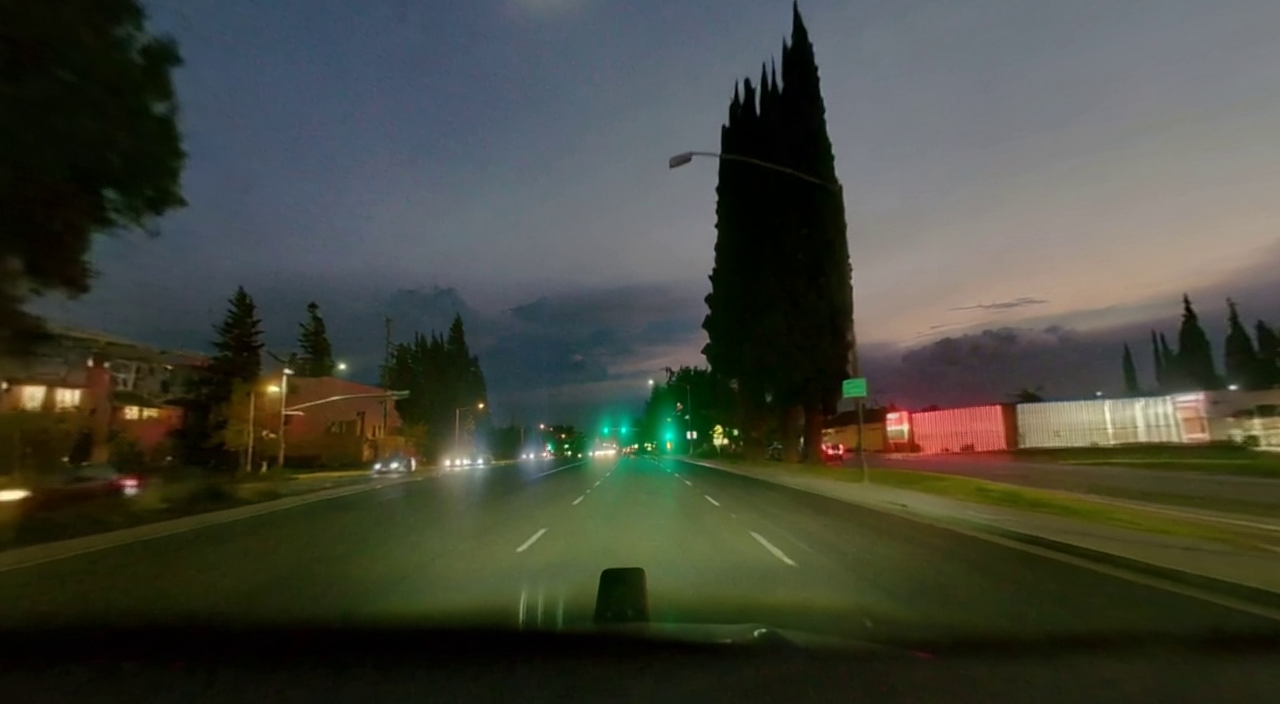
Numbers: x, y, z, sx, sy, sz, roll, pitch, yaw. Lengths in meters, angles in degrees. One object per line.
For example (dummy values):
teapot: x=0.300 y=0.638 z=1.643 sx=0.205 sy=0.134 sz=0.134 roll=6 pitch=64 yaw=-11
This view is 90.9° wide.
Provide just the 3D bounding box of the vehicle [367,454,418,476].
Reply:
vehicle: x=-18.516 y=8.469 z=47.433 sx=1.938 sy=1.493 sz=4.694 roll=0 pitch=-8 yaw=0

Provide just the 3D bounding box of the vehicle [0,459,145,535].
vehicle: x=-14.732 y=3.443 z=15.414 sx=1.879 sy=1.544 sz=4.144 roll=0 pitch=-8 yaw=-1
